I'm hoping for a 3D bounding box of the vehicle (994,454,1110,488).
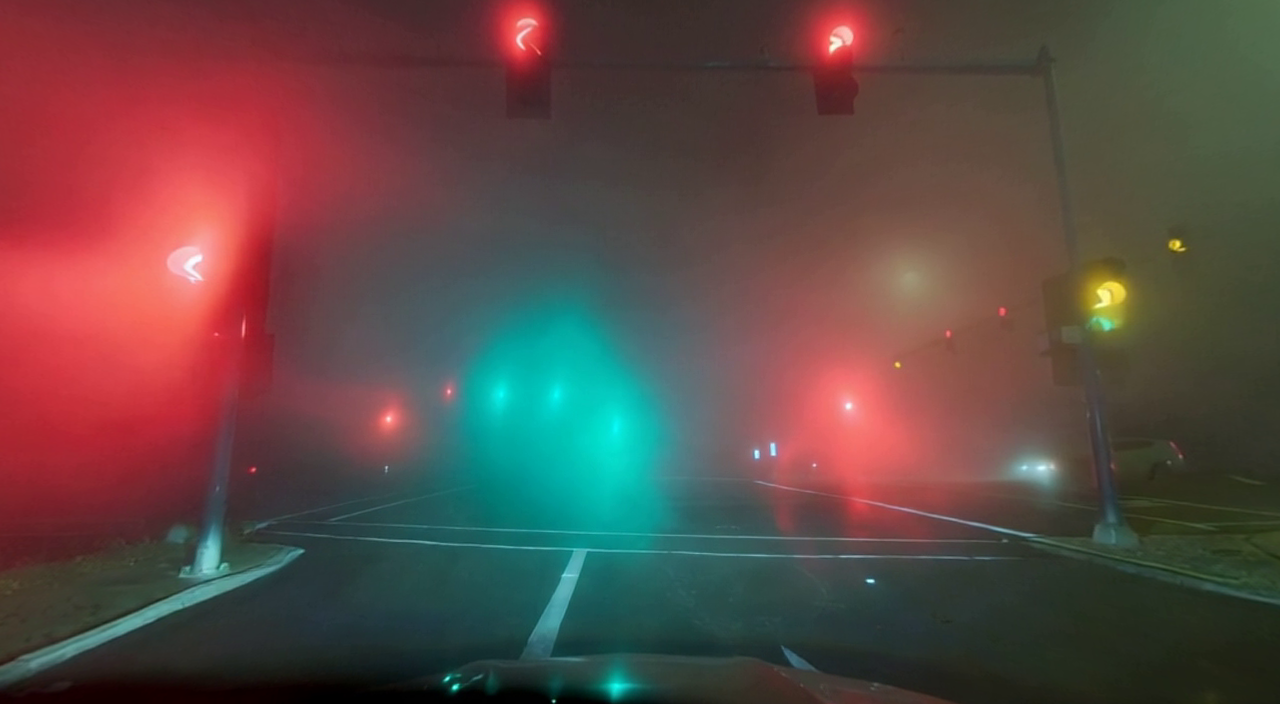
[{"bbox_3d":[21.177,6.152,32.497,4.455,1.647,2.124,1,-12,-6],"label":"vehicle"}]

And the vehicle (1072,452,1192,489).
[{"bbox_3d":[22.696,5.444,29.127,3.998,1.590,1.936,1,-9,-6],"label":"vehicle"}]

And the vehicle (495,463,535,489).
[{"bbox_3d":[-9.052,9.000,45.916,2.045,1.608,3.709,0,-8,1],"label":"vehicle"}]
